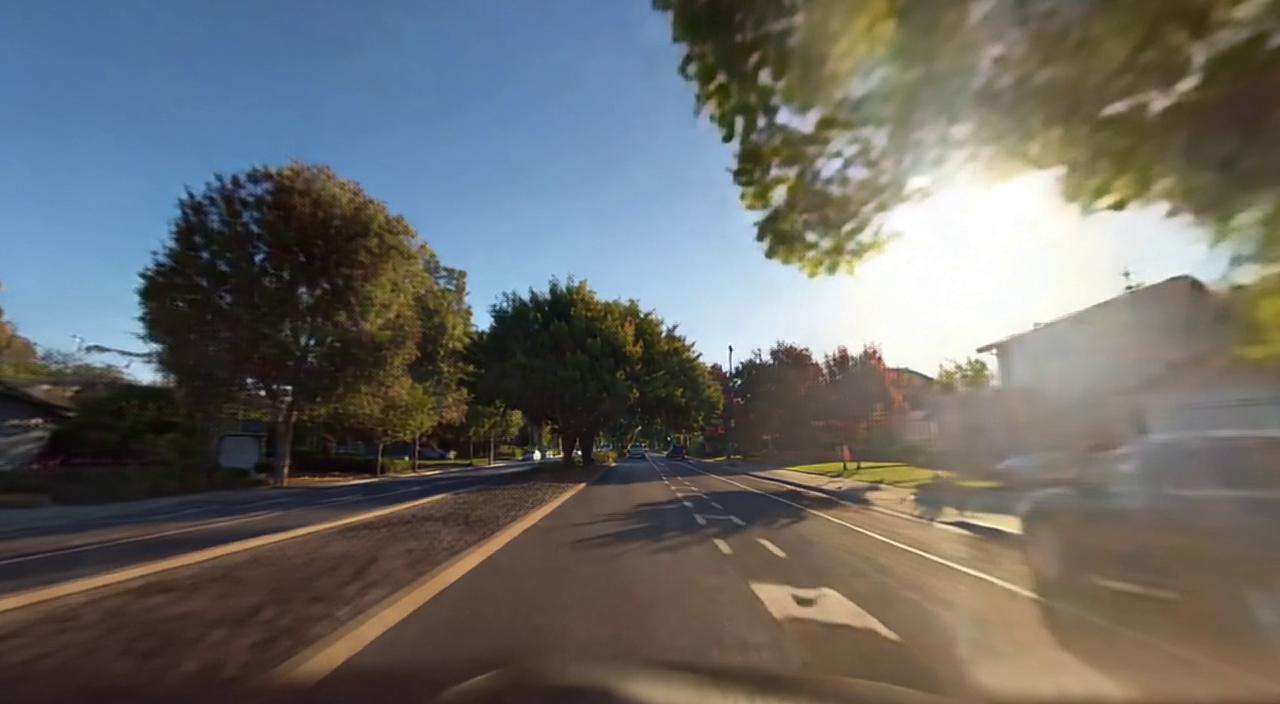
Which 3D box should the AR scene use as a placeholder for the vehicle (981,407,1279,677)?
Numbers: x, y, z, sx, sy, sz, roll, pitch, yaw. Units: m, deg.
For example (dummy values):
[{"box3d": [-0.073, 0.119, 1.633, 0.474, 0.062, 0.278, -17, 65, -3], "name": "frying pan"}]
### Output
[{"box3d": [4.884, 1.297, 4.768, 1.967, 1.631, 4.692, 0, -9, 0], "name": "vehicle"}]
